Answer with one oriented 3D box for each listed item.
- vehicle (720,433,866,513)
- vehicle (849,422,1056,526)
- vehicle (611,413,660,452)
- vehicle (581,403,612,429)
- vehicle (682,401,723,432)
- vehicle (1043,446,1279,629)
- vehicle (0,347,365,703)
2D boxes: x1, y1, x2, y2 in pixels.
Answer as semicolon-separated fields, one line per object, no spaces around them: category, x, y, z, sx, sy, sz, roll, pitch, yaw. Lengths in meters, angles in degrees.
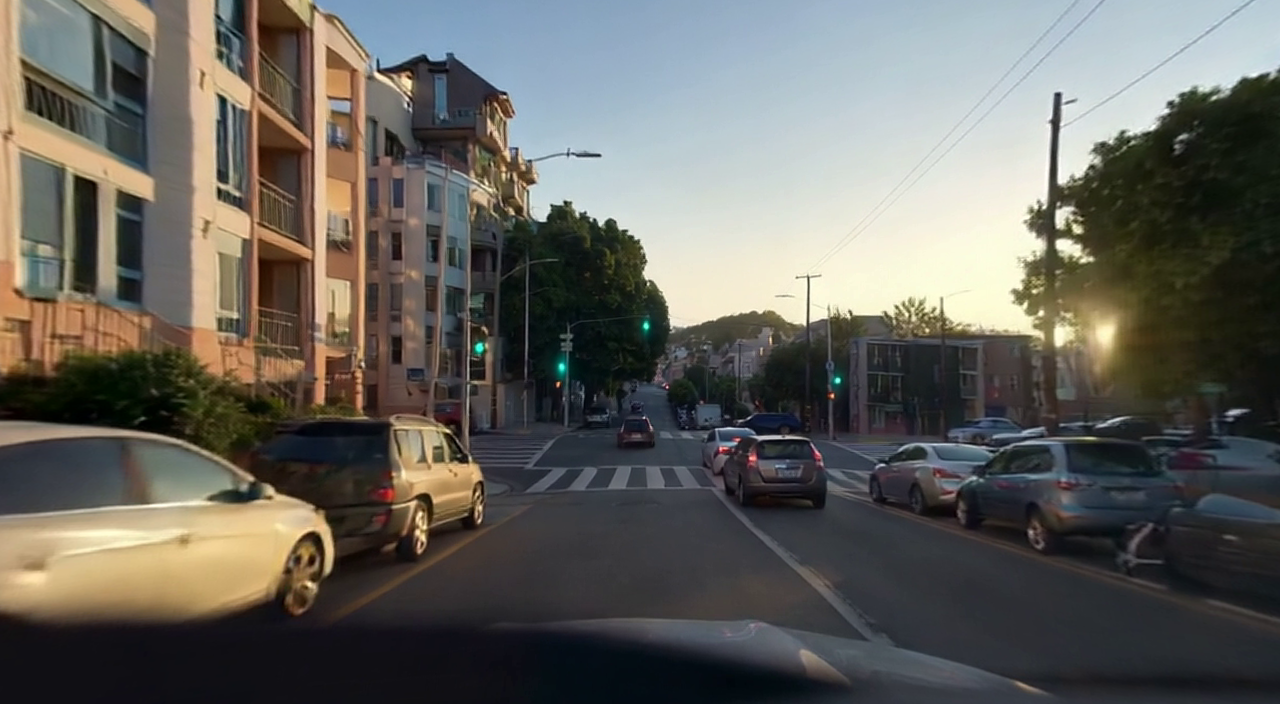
vehicle;3.100;2.575;13.945;2.055;1.450;4.676;0;-8;0
vehicle;6.098;2.419;13.070;1.999;1.752;4.502;0;-8;1
vehicle;-0.149;3.364;26.791;1.923;1.460;3.923;0;-4;1
vehicle;-2.828;4.267;41.485;1.878;1.521;3.697;0;-8;-1
vehicle;3.740;3.980;38.407;2.093;1.655;4.327;0;-8;1
vehicle;6.112;1.588;5.735;1.962;1.438;4.440;0;-8;0
vehicle;-3.496;1.005;3.548;1.922;1.704;4.398;0;-8;-1
